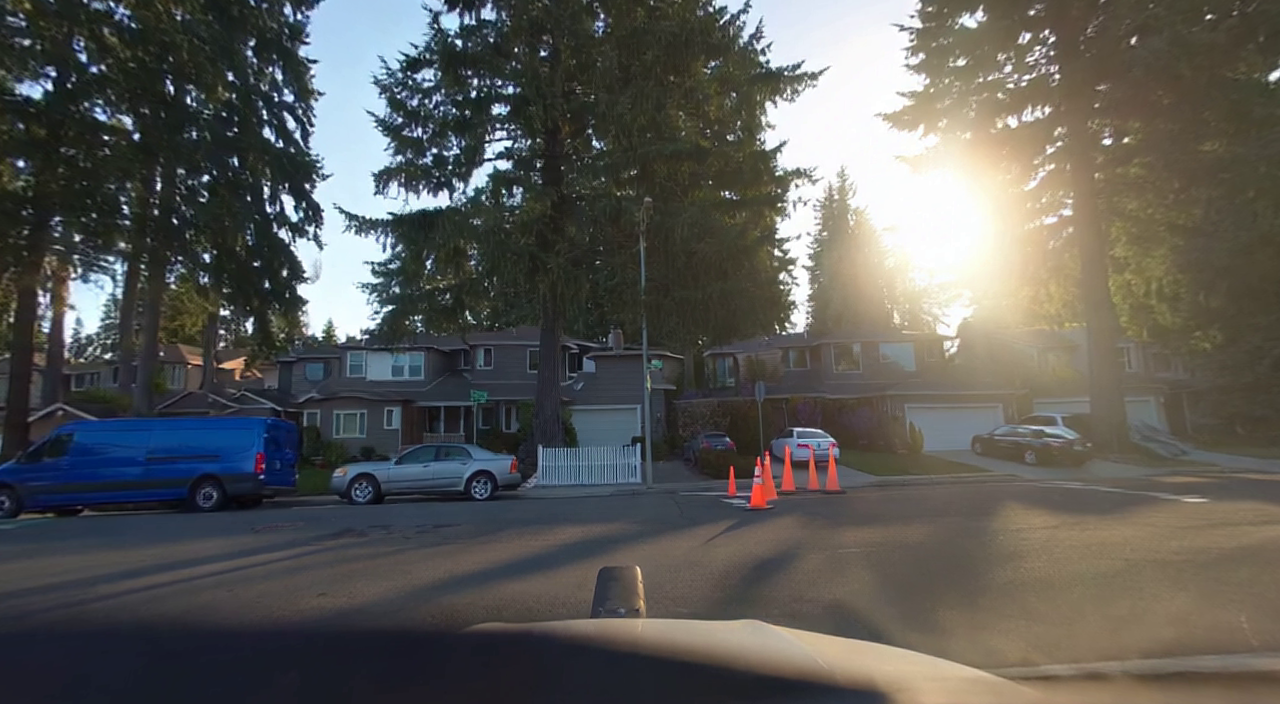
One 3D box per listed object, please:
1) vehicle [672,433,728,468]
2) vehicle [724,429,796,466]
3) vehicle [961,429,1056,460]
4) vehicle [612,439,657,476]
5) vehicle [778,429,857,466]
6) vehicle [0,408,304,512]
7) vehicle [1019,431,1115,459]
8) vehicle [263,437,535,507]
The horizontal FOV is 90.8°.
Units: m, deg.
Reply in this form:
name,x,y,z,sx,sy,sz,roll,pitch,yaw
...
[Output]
name,x,y,z,sx,sy,sz,roll,pitch,yaw
vehicle,2.614,4.437,28.590,1.745,1.461,4.074,1,-9,-6
vehicle,5.347,4.339,28.698,2.007,1.555,4.204,1,-9,-7
vehicle,24.286,6.083,41.692,4.984,1.912,2.132,1,-8,-6
vehicle,-0.293,4.672,28.152,1.648,1.430,3.654,4,-9,-4
vehicle,8.060,4.401,29.141,1.893,1.529,4.422,1,-9,-7
vehicle,-14.100,3.024,17.625,7.824,2.323,2.863,-3,-10,-2
vehicle,22.779,4.992,33.773,3.863,1.453,1.826,1,-9,-5
vehicle,-6.499,3.367,18.084,6.643,1.777,2.925,1,-9,-4
